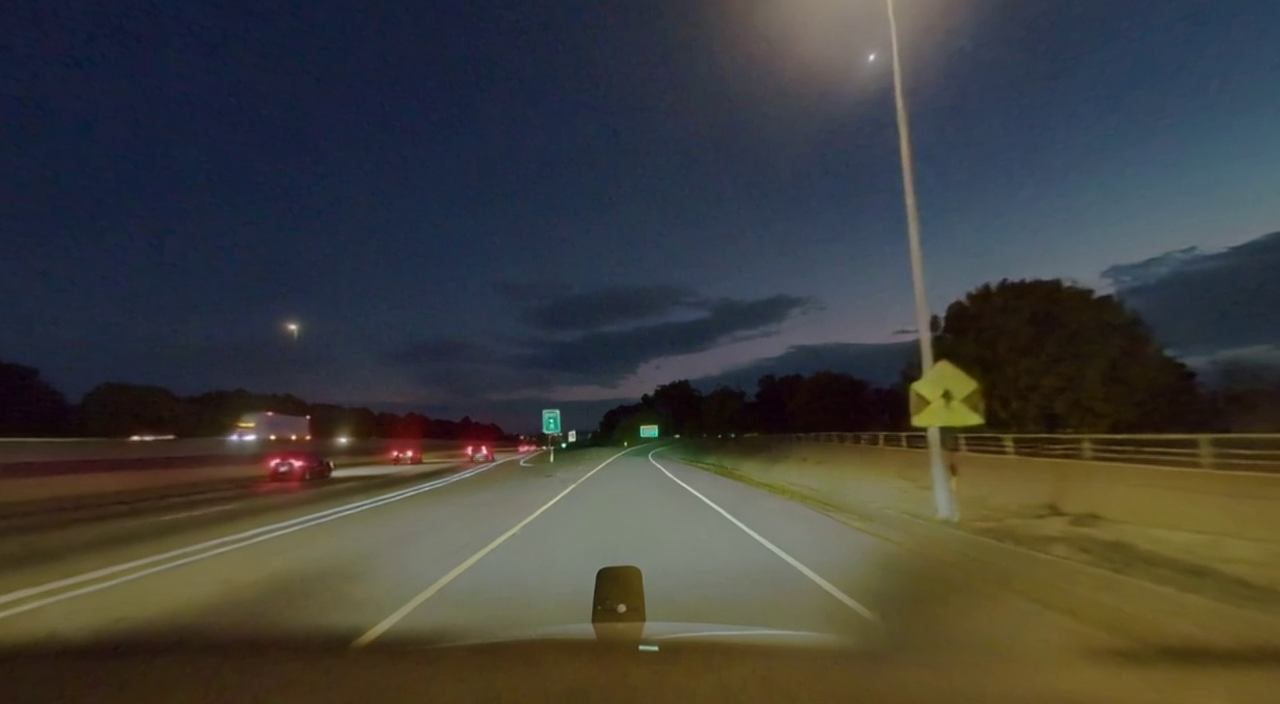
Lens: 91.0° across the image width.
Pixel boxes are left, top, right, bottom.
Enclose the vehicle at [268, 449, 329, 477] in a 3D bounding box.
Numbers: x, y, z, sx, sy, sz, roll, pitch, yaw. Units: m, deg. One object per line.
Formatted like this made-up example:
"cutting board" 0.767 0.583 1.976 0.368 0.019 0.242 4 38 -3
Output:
"vehicle" -23.201 7.520 42.958 2.093 1.735 4.285 0 -9 -6
